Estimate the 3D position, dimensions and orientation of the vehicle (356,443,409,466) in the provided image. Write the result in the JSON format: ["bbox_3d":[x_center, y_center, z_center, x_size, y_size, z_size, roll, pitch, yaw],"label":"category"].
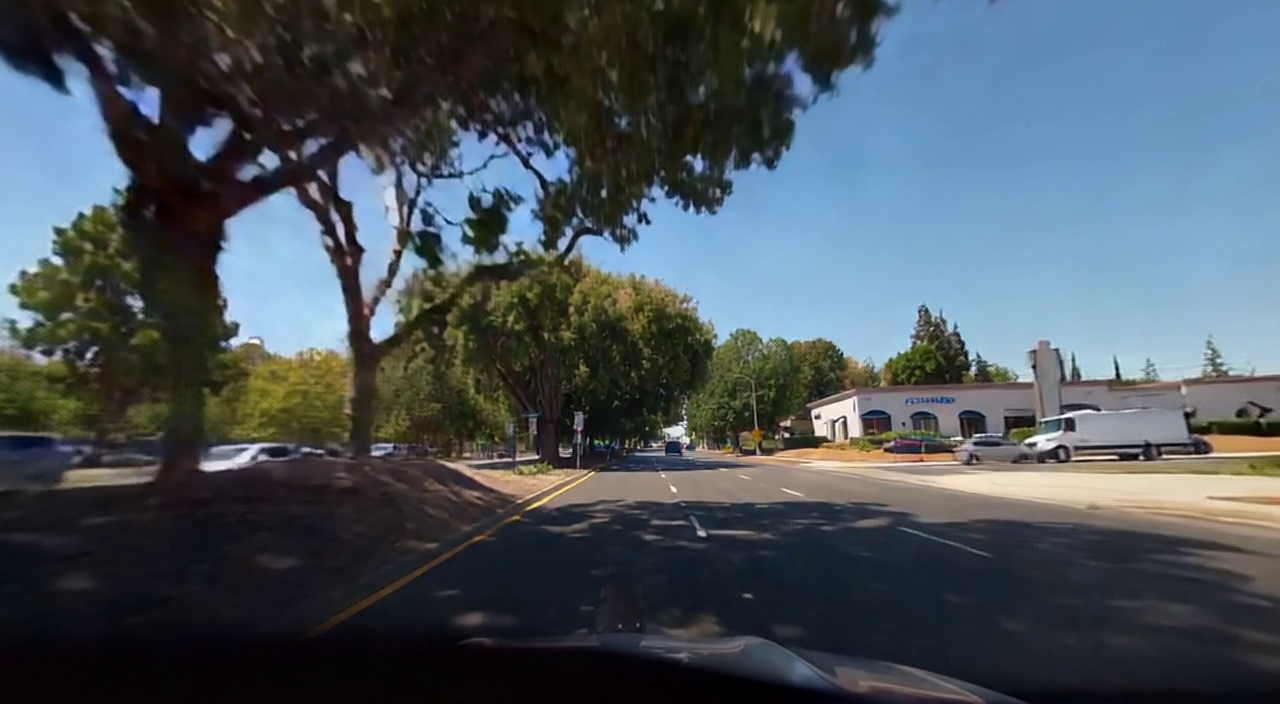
[{"bbox_3d":[-17.965,7.174,44.301,1.881,1.507,4.234,-1,-9,2],"label":"vehicle"}]

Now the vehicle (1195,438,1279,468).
[{"bbox_3d":[31.044,5.054,31.613,4.610,1.452,2.009,0,-9,-1],"label":"vehicle"}]

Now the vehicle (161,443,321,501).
[{"bbox_3d":[-11.271,3.377,18.286,1.822,1.444,4.338,0,-9,-1],"label":"vehicle"}]

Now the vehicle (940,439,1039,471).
[{"bbox_3d":[18.754,5.505,33.934,4.319,1.624,1.988,2,-9,-13],"label":"vehicle"}]

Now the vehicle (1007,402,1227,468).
[{"bbox_3d":[30.071,5.249,40.134,11.456,3.682,3.010,-2,-7,-2],"label":"vehicle"}]
